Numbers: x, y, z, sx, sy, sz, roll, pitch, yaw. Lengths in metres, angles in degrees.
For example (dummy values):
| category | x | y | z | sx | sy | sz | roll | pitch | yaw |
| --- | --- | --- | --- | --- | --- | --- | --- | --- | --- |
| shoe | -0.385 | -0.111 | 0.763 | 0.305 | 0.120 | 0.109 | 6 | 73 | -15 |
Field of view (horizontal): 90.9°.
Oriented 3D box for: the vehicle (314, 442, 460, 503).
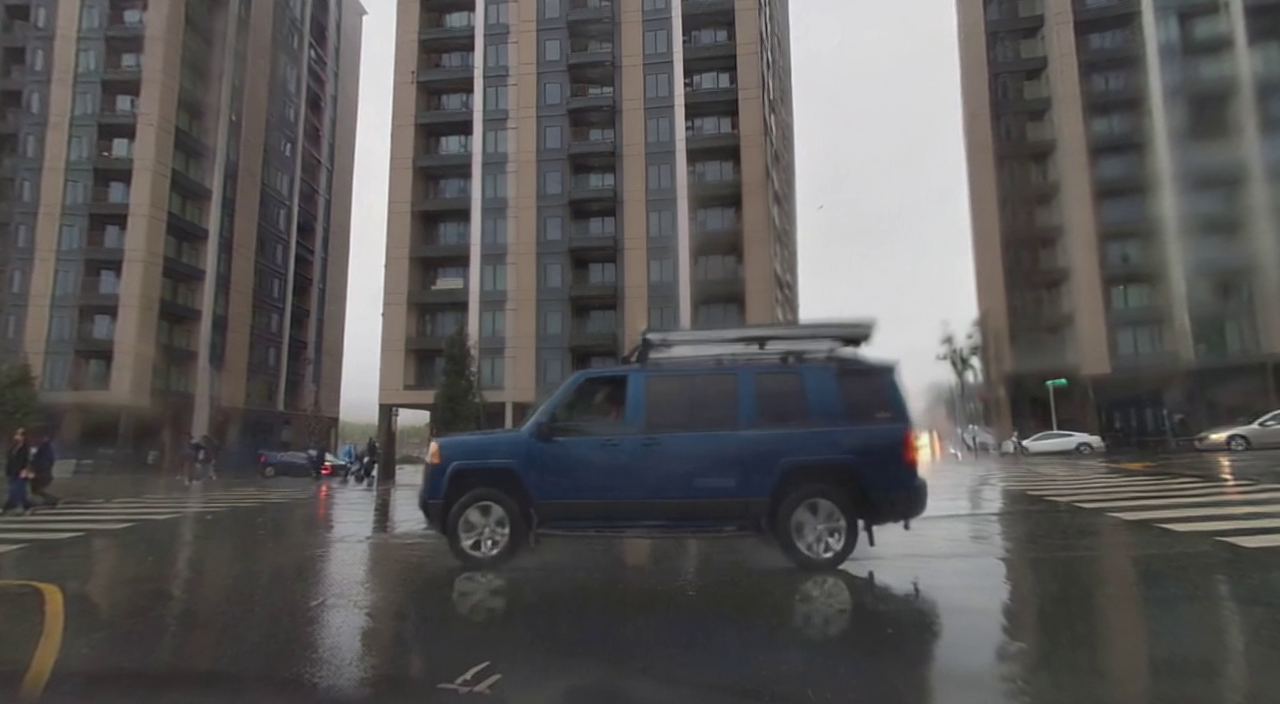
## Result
| category | x | y | z | sx | sy | sz | roll | pitch | yaw |
| --- | --- | --- | --- | --- | --- | --- | --- | --- | --- |
| vehicle | -7.930 | 3.792 | 20.384 | 2.395 | 1.719 | 4.549 | -1 | -9 | 7 |

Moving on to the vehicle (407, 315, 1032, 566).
| category | x | y | z | sx | sy | sz | roll | pitch | yaw |
| --- | --- | --- | --- | --- | --- | --- | --- | --- | --- |
| vehicle | 0.848 | 1.171 | 8.443 | 6.932 | 2.753 | 2.446 | -1 | -9 | 4 |

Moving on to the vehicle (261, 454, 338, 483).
| category | x | y | z | sx | sy | sz | roll | pitch | yaw |
| --- | --- | --- | --- | --- | --- | --- | --- | --- | --- |
| vehicle | -18.682 | 6.376 | 34.719 | 3.467 | 1.456 | 1.649 | 3 | -9 | -22 |

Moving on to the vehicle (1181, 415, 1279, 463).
| category | x | y | z | sx | sy | sz | roll | pitch | yaw |
| --- | --- | --- | --- | --- | --- | --- | --- | --- | --- |
| vehicle | 19.191 | 2.722 | 19.582 | 1.521 | 1.386 | 3.357 | 0 | -9 | -5 |

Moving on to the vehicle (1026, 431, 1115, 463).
| category | x | y | z | sx | sy | sz | roll | pitch | yaw |
| --- | --- | --- | --- | --- | --- | --- | --- | --- | --- |
| vehicle | 23.600 | 5.230 | 34.728 | 3.827 | 1.677 | 1.898 | -5 | -10 | 32 |
